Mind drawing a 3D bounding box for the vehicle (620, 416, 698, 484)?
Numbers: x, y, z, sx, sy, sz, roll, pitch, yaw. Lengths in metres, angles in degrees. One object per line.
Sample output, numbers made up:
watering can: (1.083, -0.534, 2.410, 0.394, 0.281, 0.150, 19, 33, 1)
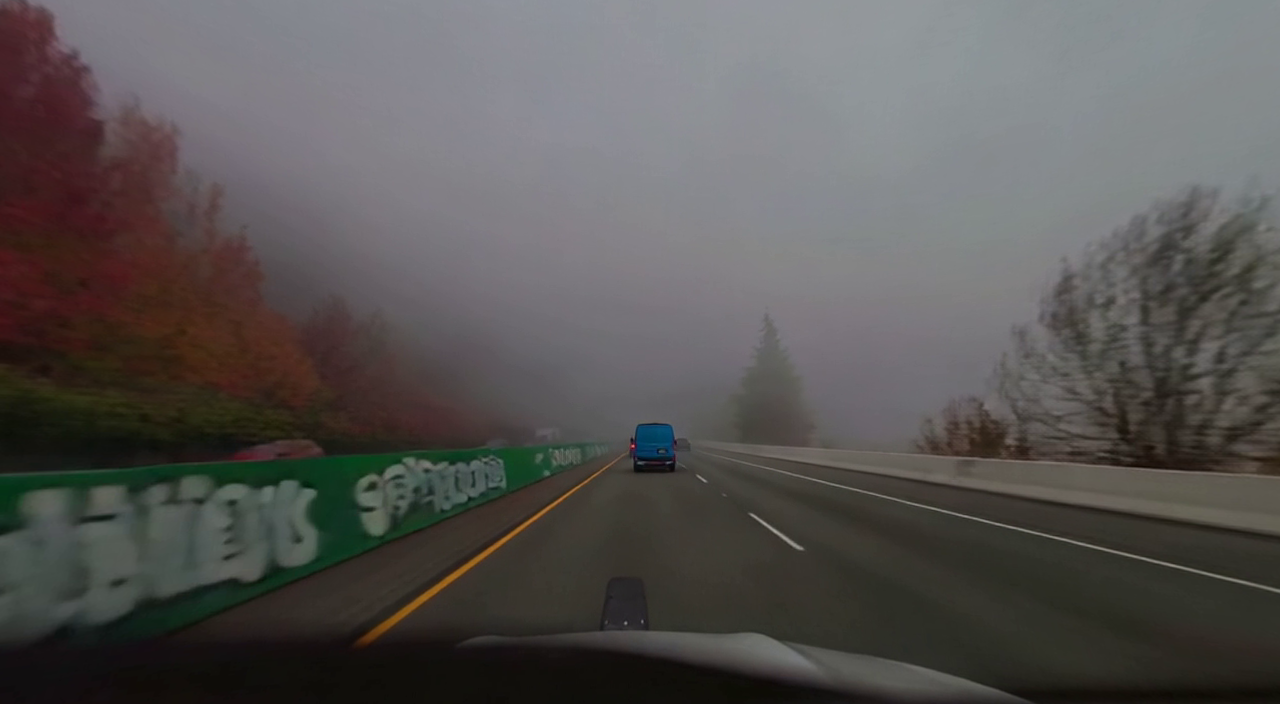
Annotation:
vehicle: (0.547, 3.192, 20.650, 2.283, 1.956, 4.421, 0, -8, 0)

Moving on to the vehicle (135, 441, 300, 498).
vehicle: (-12.646, 3.510, 19.257, 1.956, 1.510, 4.329, 0, -8, 1)
